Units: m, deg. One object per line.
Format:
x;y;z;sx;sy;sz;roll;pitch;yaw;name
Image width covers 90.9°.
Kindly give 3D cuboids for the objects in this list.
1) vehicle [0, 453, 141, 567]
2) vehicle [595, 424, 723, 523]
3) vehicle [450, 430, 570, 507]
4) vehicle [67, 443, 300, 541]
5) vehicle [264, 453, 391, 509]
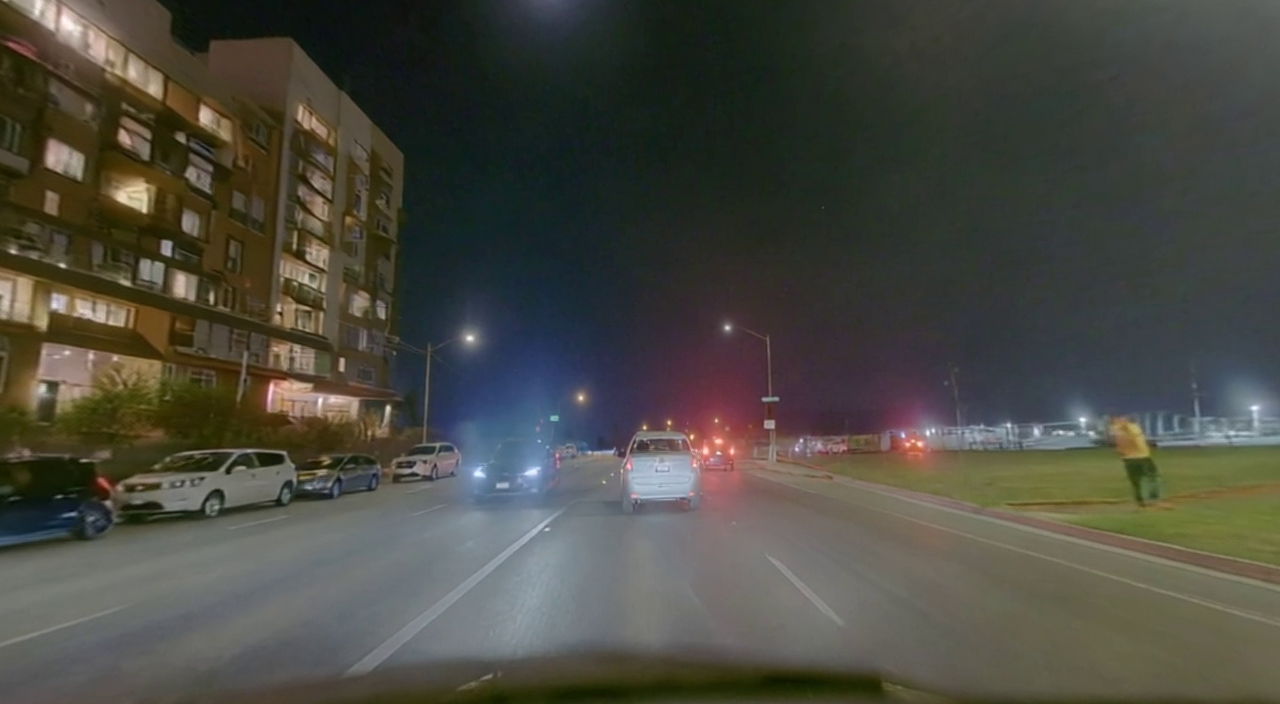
-10.449;2.421;9.741;1.869;1.647;4.281;-1;-9;1;vehicle
0.293;2.323;12.525;2.132;1.632;3.838;0;-9;0;vehicle
-3.149;2.946;16.341;2.086;1.702;4.451;-1;-9;1;vehicle
-10.367;3.122;14.927;1.940;1.816;4.721;-1;-8;1;vehicle
-10.214;4.212;21.081;1.860;1.487;4.658;-1;-8;0;vehicle
